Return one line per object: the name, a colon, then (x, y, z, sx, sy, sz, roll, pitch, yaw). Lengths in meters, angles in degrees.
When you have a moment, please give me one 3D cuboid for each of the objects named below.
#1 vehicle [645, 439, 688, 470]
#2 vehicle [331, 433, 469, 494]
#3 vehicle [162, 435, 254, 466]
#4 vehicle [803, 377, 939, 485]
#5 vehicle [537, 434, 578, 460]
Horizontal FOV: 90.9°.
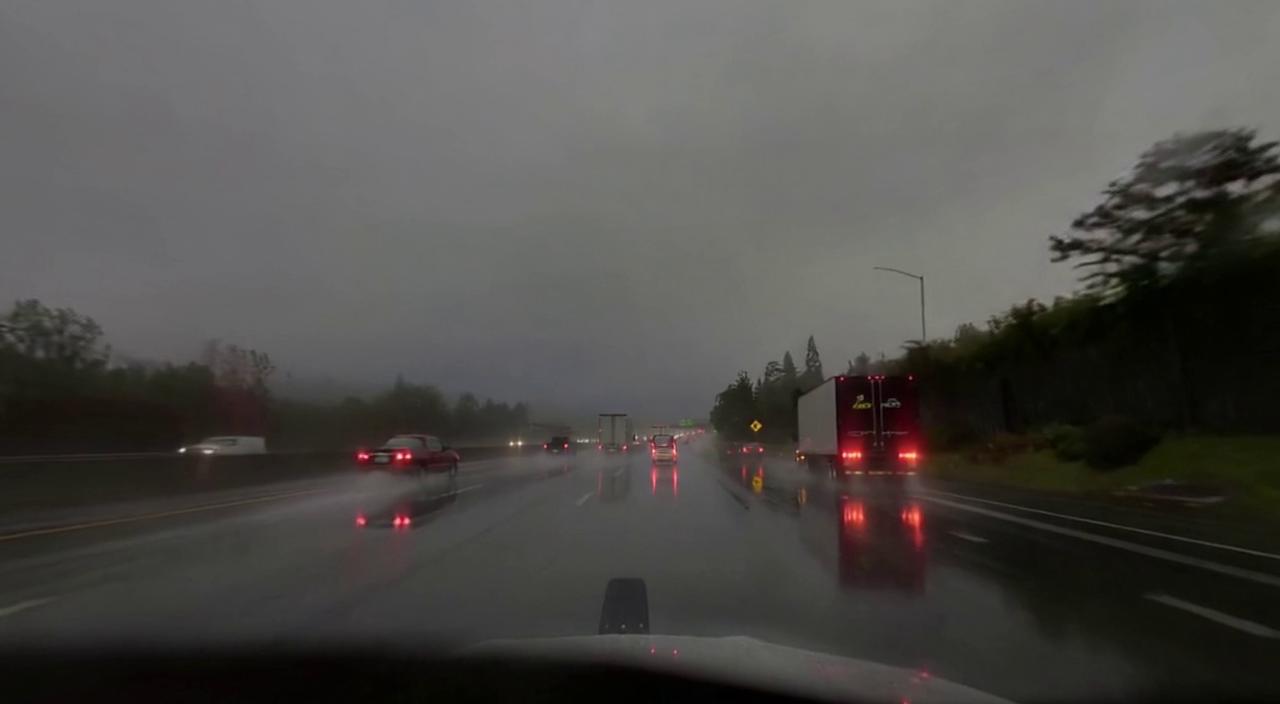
vehicle: (1.352, 5.391, 33.318, 2.105, 1.502, 4.068, 0, -8, 1)
vehicle: (-6.588, 3.110, 17.986, 1.950, 1.485, 4.589, 0, -9, 3)
vehicle: (-27.328, 6.244, 40.150, 2.144, 1.833, 4.973, 0, -9, 2)
vehicle: (8.537, 3.149, 24.543, 2.895, 3.484, 7.631, -1, -9, 5)
vehicle: (-6.209, 7.277, 48.221, 2.272, 1.850, 5.156, 0, -8, 2)
